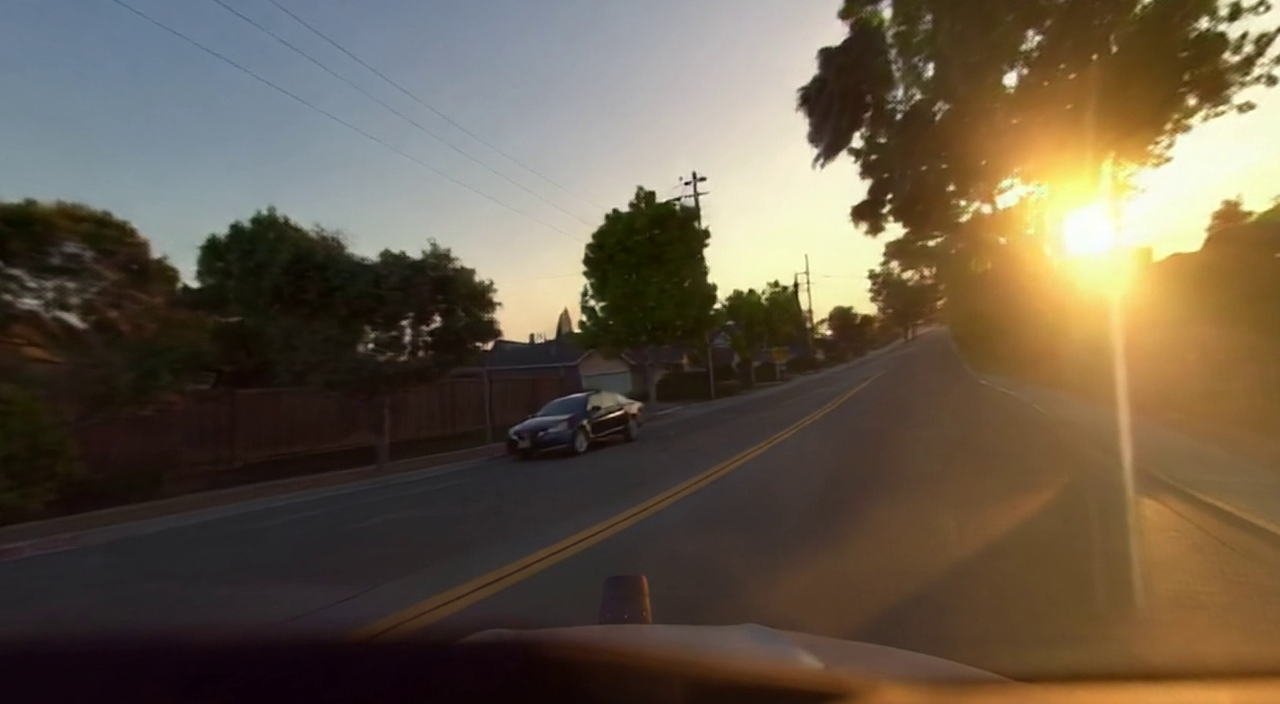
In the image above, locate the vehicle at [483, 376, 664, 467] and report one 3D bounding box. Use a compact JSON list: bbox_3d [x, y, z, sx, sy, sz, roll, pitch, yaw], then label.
[{"bbox_3d":[-1.409,1.589,15.972,2.032,1.595,5.289,-3,0,26],"label":"vehicle"}]
